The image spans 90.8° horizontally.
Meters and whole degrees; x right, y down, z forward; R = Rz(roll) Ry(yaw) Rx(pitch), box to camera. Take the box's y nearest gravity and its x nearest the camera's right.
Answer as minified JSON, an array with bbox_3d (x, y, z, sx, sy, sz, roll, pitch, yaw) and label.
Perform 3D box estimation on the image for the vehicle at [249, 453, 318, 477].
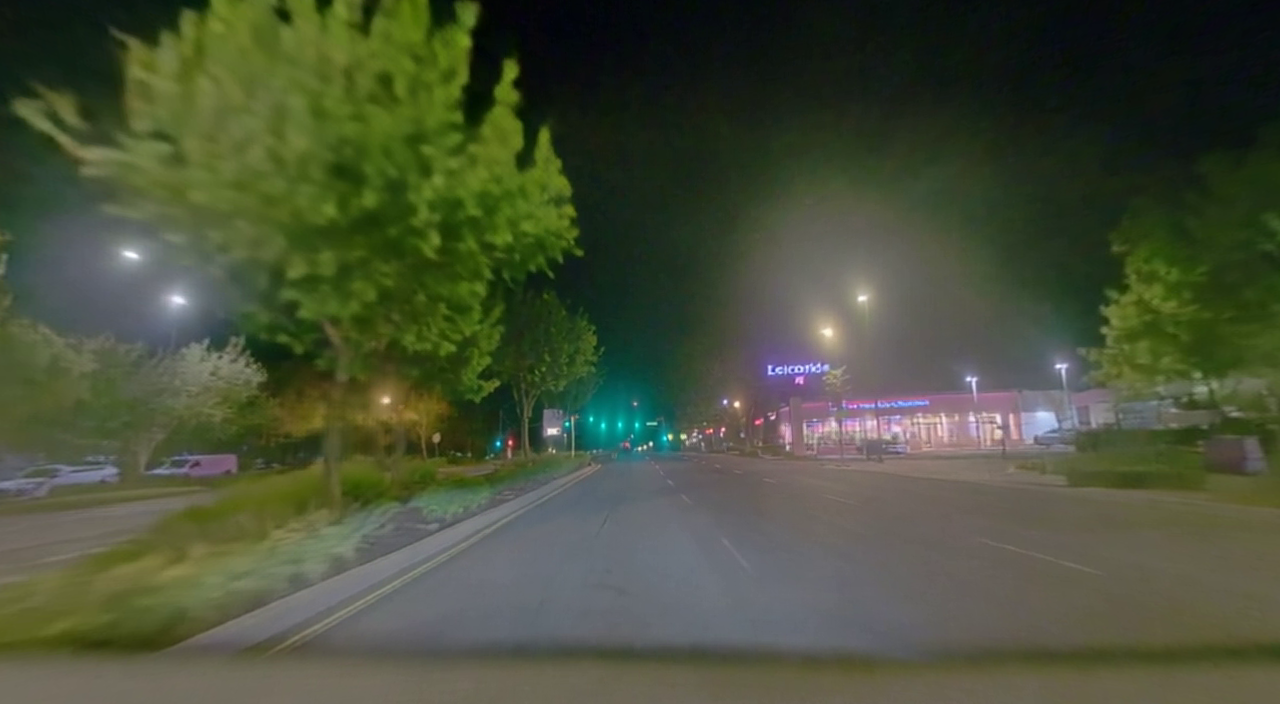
[{"bbox_3d":[-27.648,8.731,49.127,4.529,1.711,1.972,4,-10,-28],"label":"vehicle"}]

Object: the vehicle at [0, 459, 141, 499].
[{"bbox_3d":[-28.261,6.259,31.500,4.922,1.511,1.959,1,-8,-28],"label":"vehicle"}]
